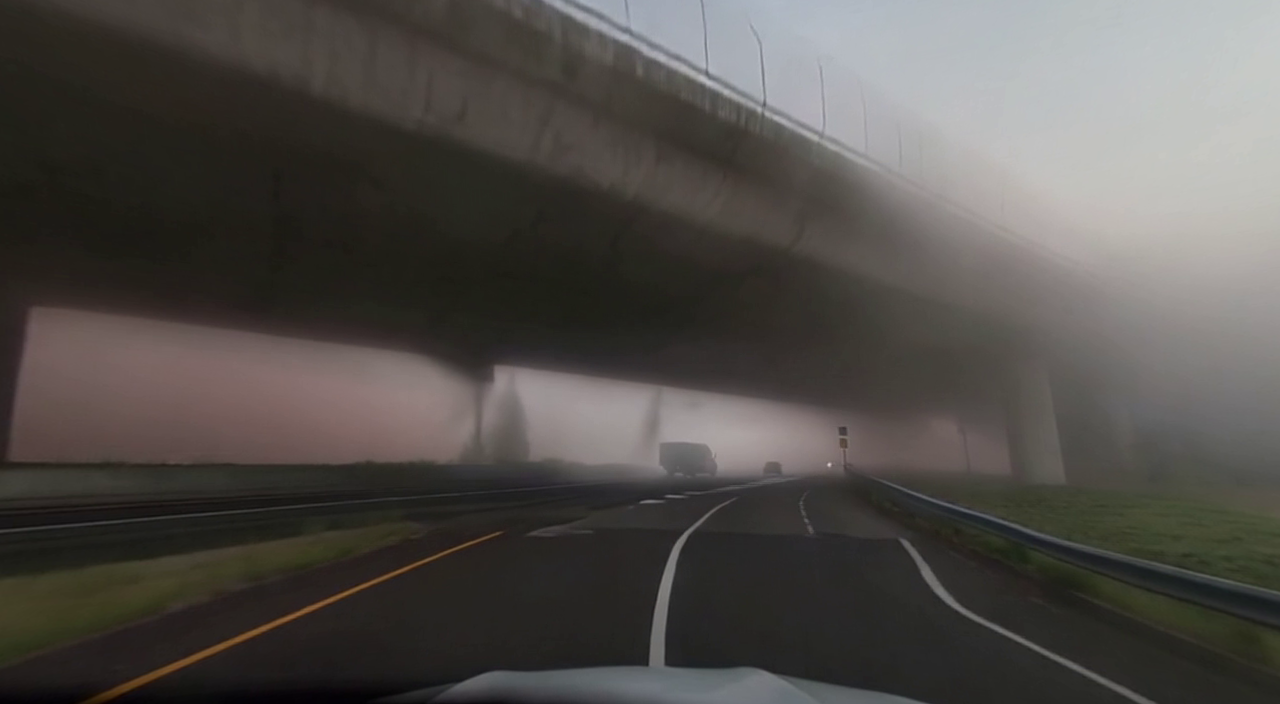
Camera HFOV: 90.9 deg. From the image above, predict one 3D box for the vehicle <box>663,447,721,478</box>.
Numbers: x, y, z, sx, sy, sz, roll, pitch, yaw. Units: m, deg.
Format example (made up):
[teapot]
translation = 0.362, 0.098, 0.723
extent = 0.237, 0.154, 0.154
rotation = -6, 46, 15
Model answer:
[vehicle]
translation = 2.738, 5.633, 32.342
extent = 1.940, 1.444, 4.024
rotation = -3, -9, 19
